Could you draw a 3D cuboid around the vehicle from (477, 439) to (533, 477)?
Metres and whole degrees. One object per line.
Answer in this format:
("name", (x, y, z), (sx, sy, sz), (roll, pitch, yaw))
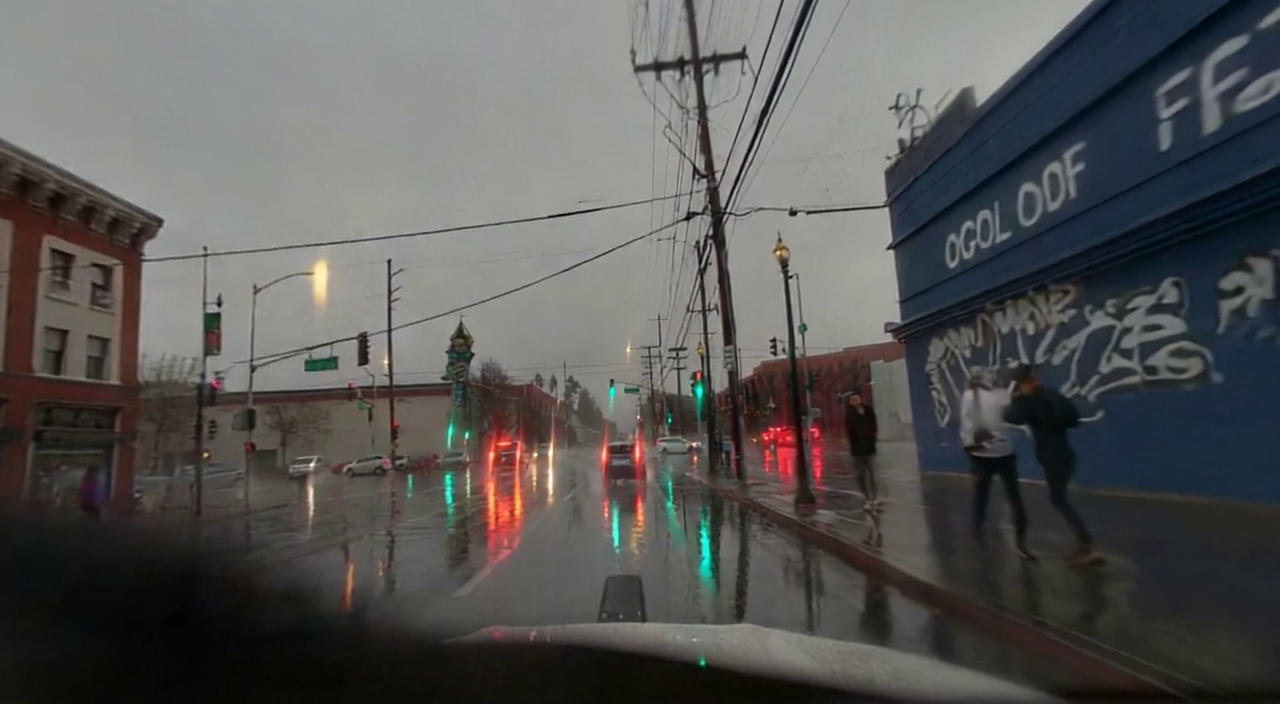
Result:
("vehicle", (-6.722, 5.323, 31.920), (2.063, 1.751, 4.229), (0, -9, -2))

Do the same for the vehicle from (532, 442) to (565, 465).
("vehicle", (-6.329, 7.037, 44.007), (2.097, 1.457, 4.439), (0, -9, -7))

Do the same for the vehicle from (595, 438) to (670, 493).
("vehicle", (-0.263, 3.463, 19.652), (2.059, 1.497, 4.260), (0, -9, -1))

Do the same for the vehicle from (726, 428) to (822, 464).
("vehicle", (7.318, 5.136, 34.792), (4.714, 1.686, 1.973), (-1, -6, -8))

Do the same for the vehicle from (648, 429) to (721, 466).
("vehicle", (2.550, 5.296, 35.283), (2.161, 1.749, 4.478), (-7, -8, 31))

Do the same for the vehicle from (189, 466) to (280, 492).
("vehicle", (-26.086, 8.185, 40.711), (4.479, 1.484, 2.036), (-1, -9, 2))
